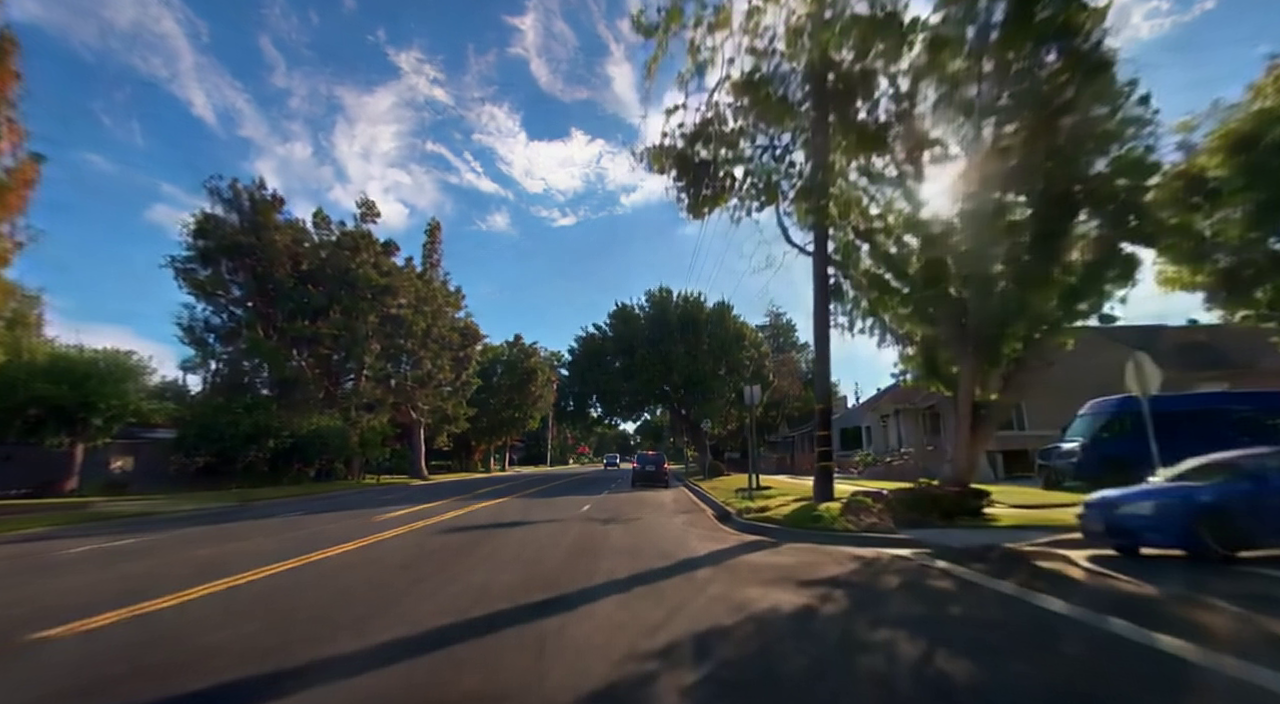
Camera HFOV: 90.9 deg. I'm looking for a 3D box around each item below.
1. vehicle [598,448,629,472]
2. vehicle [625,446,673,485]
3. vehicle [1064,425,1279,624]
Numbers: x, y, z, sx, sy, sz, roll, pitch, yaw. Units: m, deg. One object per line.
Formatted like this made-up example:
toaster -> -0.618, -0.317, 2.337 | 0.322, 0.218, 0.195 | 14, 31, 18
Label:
vehicle -> -2.017, 8.411, 49.103 | 2.157, 1.765, 4.303 | 0, -9, 2
vehicle -> 0.433, 5.378, 30.178 | 2.120, 1.718, 3.909 | 0, -9, 1
vehicle -> 6.759, 1.419, 5.606 | 4.543, 1.472, 1.830 | 0, -9, 3
